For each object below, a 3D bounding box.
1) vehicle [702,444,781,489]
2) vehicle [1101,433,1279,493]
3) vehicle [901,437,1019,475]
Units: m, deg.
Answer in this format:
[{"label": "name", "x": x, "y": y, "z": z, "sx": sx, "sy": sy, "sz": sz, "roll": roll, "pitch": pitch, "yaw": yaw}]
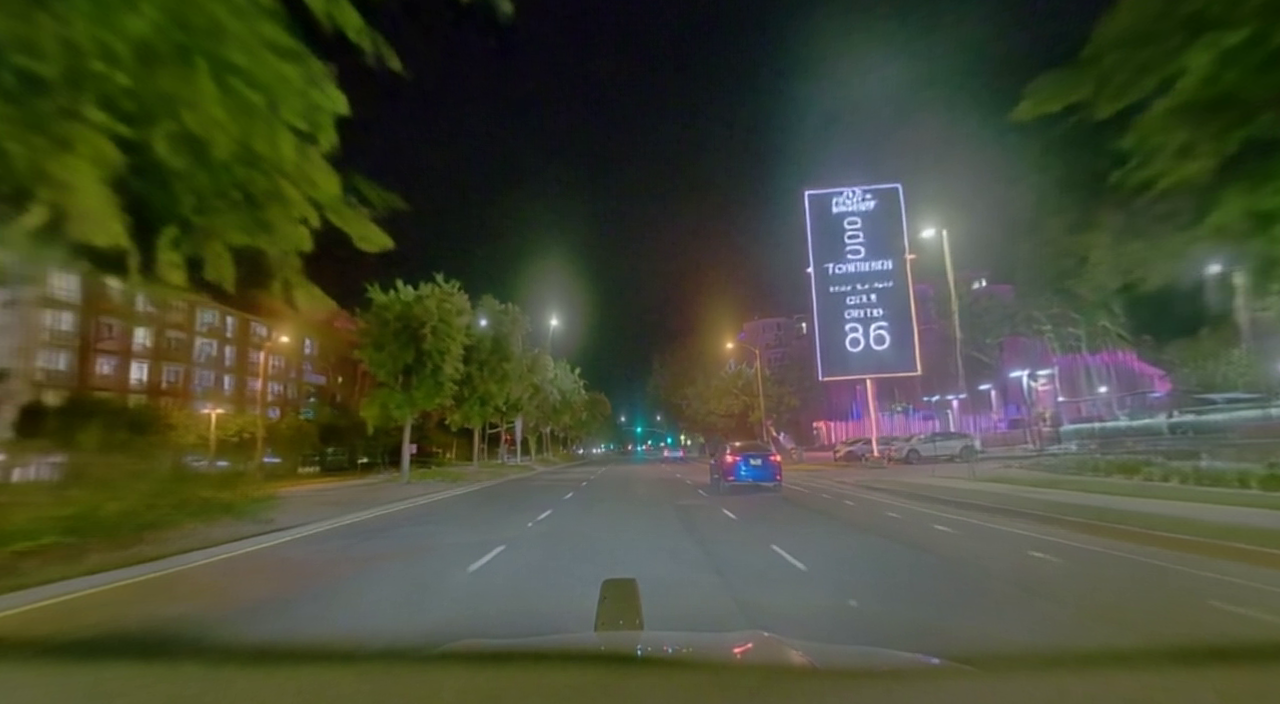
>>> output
[{"label": "vehicle", "x": 3.647, "y": 4.177, "z": 23.533, "sx": 2.033, "sy": 1.482, "sz": 4.571, "roll": 0, "pitch": -8, "yaw": -2}, {"label": "vehicle", "x": 15.075, "y": 2.868, "z": 16.603, "sx": 4.236, "sy": 1.430, "sz": 2.139, "roll": 0, "pitch": -8, "yaw": -1}, {"label": "vehicle", "x": 15.824, "y": 5.150, "z": 31.411, "sx": 4.684, "sy": 1.448, "sz": 2.090, "roll": -4, "pitch": -8, "yaw": -3}]
